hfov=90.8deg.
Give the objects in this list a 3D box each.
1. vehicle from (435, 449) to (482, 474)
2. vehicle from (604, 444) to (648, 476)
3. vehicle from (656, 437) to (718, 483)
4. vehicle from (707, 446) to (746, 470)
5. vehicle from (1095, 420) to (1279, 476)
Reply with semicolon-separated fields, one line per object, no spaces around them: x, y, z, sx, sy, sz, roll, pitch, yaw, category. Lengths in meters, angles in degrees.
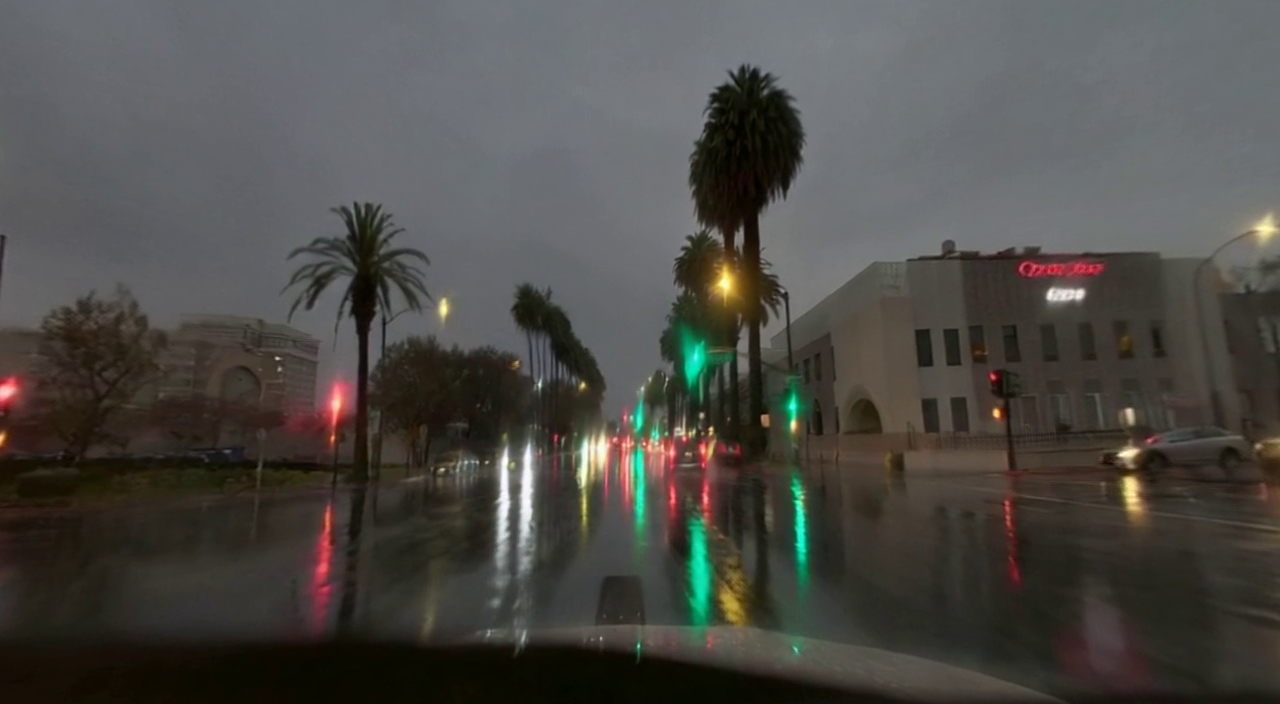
-13.547;8.195;47.418;2.084;1.747;4.481;-1;-9;1;vehicle
-0.747;5.459;32.190;2.088;1.452;3.993;0;-9;-2;vehicle
1.824;4.395;25.970;2.003;1.702;4.288;0;-9;-3;vehicle
5.699;6.995;41.946;1.860;1.479;4.676;0;-9;-1;vehicle
17.698;3.112;20.508;4.277;1.665;2.006;0;-9;-1;vehicle
